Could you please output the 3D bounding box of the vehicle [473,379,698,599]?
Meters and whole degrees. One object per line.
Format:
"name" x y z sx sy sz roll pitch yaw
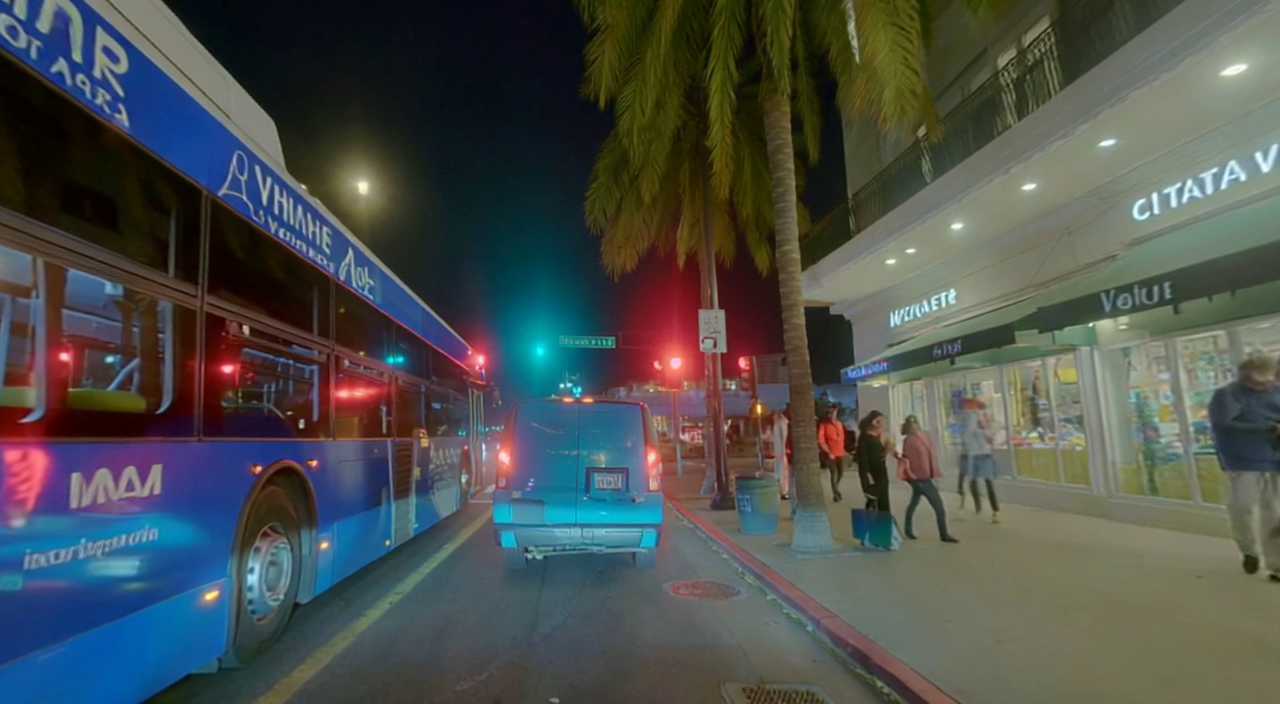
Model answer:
"vehicle" -0.796 1.520 7.805 2.002 1.907 4.211 1 -9 -9

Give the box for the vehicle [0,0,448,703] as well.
"vehicle" -3.807 0.172 3.282 2.863 3.233 11.573 1 -8 -5

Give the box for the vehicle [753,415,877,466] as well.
"vehicle" 8.131 4.132 29.667 4.996 2.251 2.283 1 -8 -7
